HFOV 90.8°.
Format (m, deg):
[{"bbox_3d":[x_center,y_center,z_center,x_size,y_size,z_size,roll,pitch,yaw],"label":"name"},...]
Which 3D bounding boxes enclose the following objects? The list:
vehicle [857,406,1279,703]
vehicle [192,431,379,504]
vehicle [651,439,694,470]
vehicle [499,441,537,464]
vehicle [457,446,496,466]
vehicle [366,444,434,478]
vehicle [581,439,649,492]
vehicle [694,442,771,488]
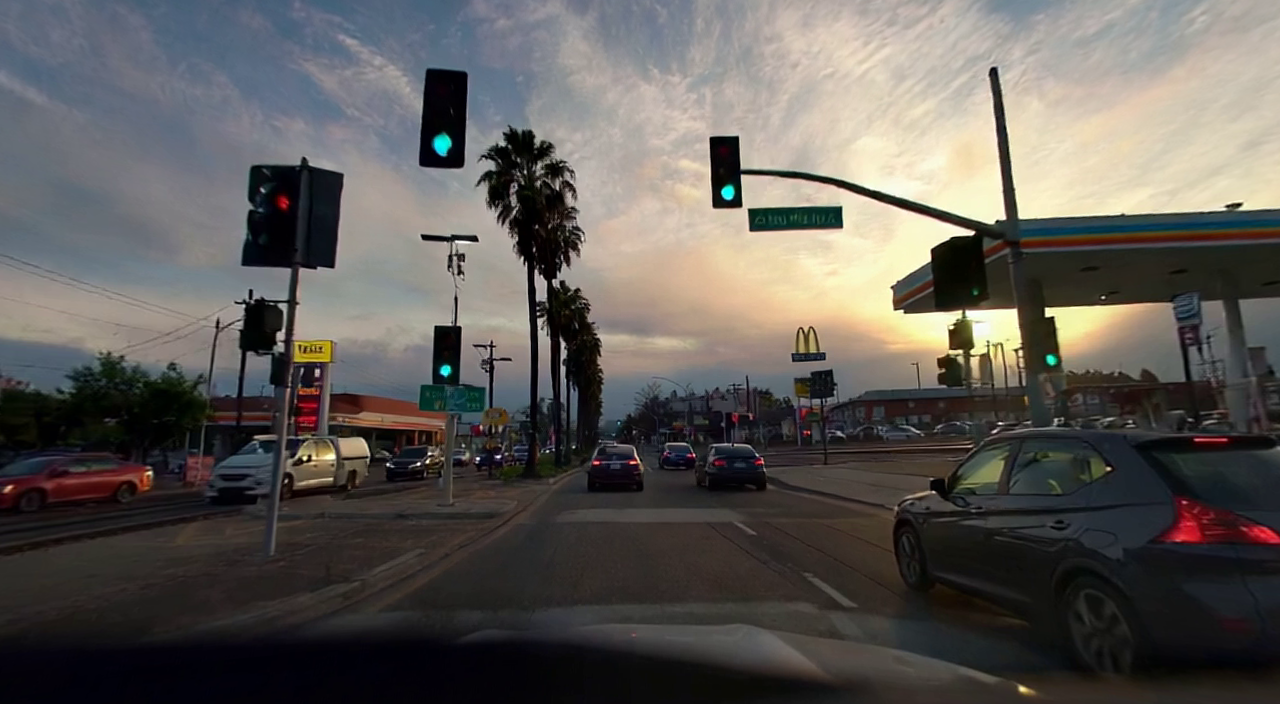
[{"bbox_3d":[3.364,1.263,4.560,1.987,1.474,4.198,0,-9,-2],"label":"vehicle"},{"bbox_3d":[-10.384,3.431,19.252,2.252,1.871,5.727,0,-9,2],"label":"vehicle"},{"bbox_3d":[1.979,6.510,40.423,2.299,1.803,5.434,0,-9,-2],"label":"vehicle"},{"bbox_3d":[-9.471,7.821,49.397,1.980,1.719,4.963,0,-9,1],"label":"vehicle"},{"bbox_3d":[-12.881,8.178,49.987,1.908,1.506,4.397,0,-9,0],"label":"vehicle"},{"bbox_3d":[-12.997,5.910,34.540,2.006,1.737,4.537,0,-9,-1],"label":"vehicle"},{"bbox_3d":[-0.834,3.702,20.916,2.021,1.550,4.090,0,-9,-2],"label":"vehicle"},{"bbox_3d":[3.139,3.928,22.356,1.889,1.448,4.262,0,-9,-3],"label":"vehicle"}]
